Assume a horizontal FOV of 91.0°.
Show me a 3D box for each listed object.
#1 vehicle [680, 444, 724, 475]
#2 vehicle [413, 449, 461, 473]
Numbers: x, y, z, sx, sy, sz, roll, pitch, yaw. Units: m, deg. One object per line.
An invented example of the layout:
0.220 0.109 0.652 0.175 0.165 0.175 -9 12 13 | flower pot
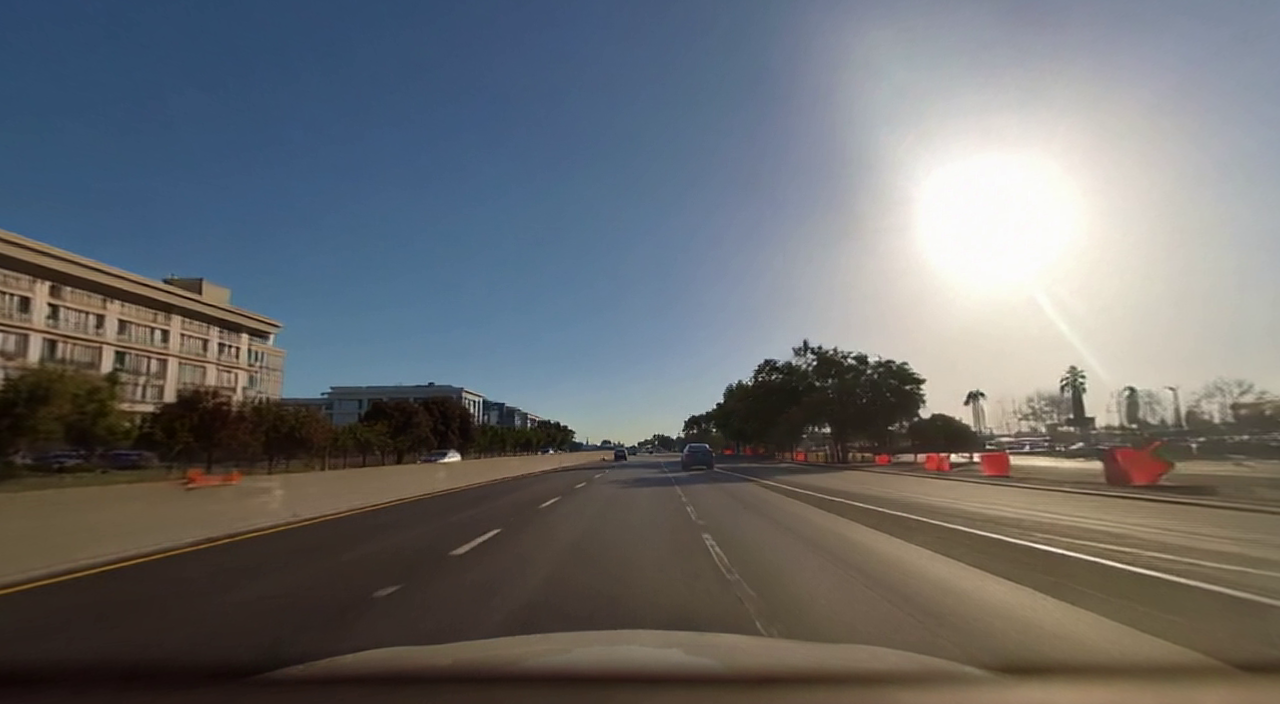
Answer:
3.355 5.939 35.043 1.974 1.557 4.479 0 -9 0 | vehicle
-13.718 7.354 42.774 1.749 1.521 4.263 0 -9 2 | vehicle
